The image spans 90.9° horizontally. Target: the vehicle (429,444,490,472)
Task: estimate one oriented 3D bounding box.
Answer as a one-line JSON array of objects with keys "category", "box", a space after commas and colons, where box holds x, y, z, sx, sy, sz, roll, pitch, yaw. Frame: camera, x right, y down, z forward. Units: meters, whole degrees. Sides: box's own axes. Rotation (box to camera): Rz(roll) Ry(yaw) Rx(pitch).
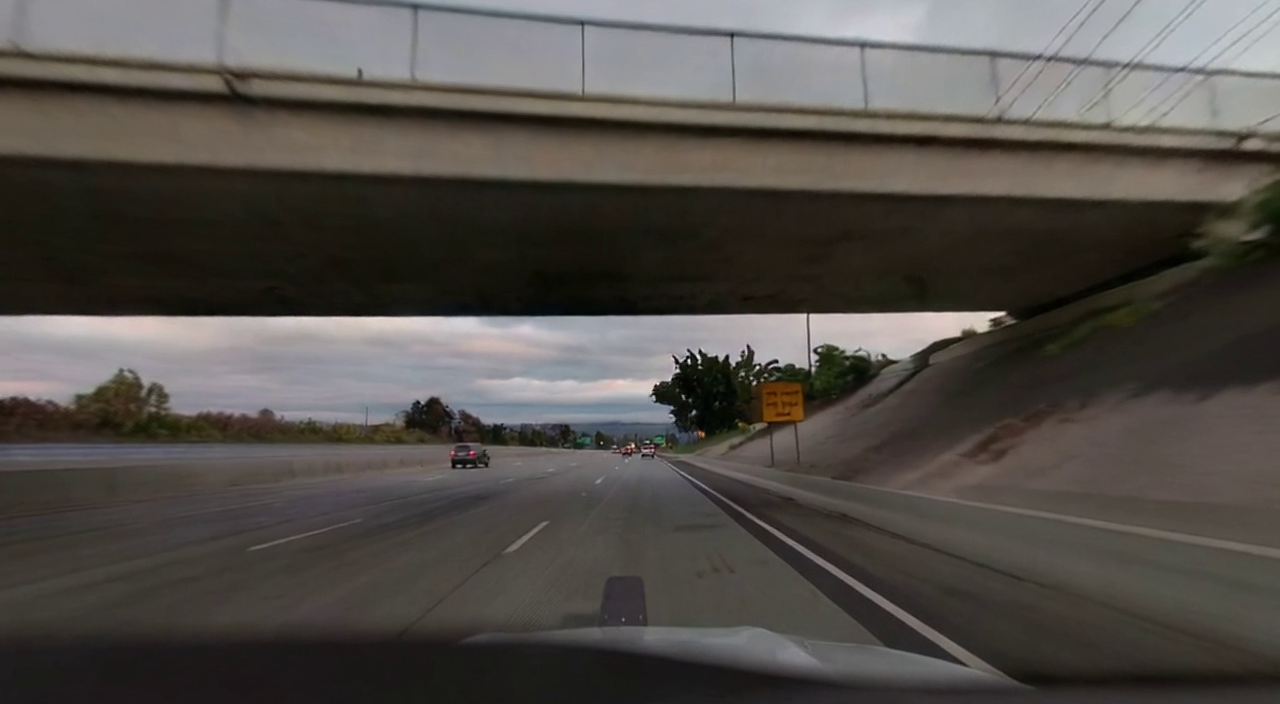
[{"category": "vehicle", "box": [-10.143, 5.980, 35.844, 2.056, 1.476, 4.562, 0, -8, 1]}]
